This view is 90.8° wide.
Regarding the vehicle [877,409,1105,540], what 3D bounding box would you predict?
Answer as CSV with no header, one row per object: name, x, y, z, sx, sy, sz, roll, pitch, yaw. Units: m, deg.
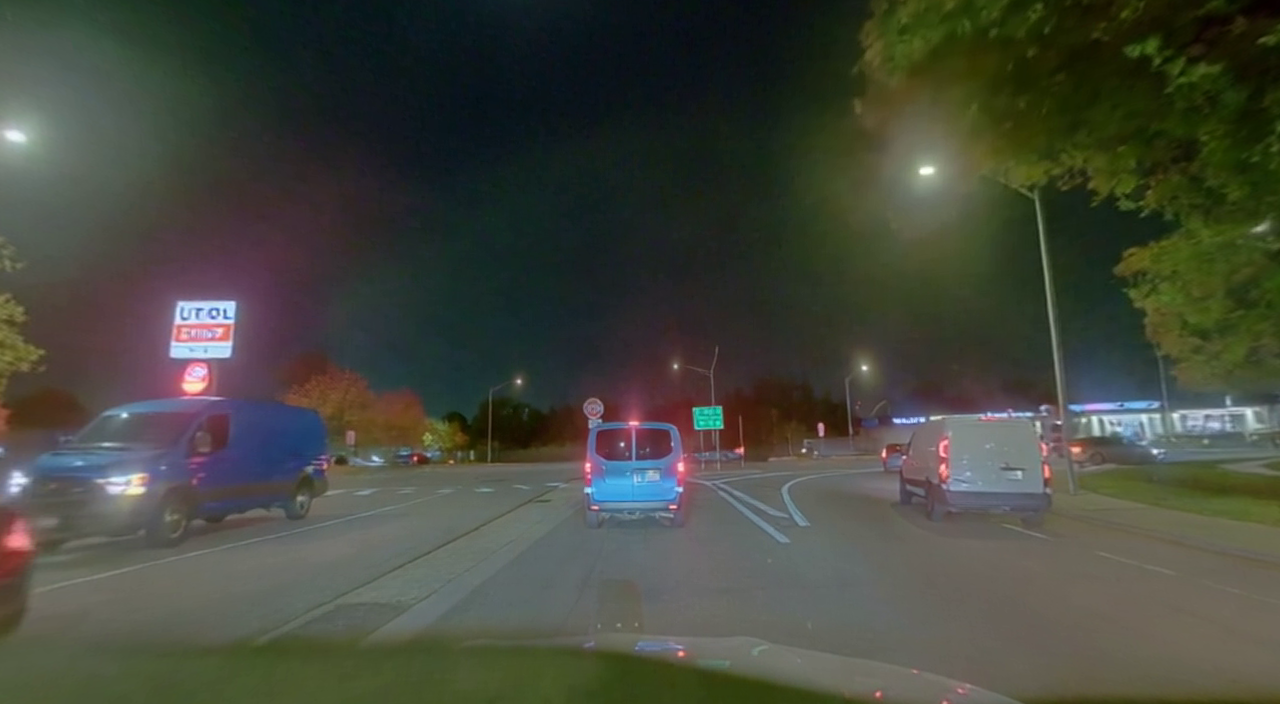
vehicle,6.307,2.258,12.236,2.204,1.973,4.946,-1,-9,9

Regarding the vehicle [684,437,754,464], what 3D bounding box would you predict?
vehicle,5.456,6.738,43.277,4.651,1.710,1.985,7,-11,-37

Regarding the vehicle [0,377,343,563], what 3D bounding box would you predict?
vehicle,-7.650,1.924,10.867,2.426,2.410,5.046,0,-9,2

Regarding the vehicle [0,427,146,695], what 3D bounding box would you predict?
vehicle,-4.519,0.950,2.168,1.869,1.465,4.503,0,-9,2

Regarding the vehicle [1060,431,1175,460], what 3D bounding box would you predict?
vehicle,26.542,5.198,35.160,5.155,1.515,2.131,2,-9,-12

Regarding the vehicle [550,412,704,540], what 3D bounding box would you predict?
vehicle,-0.017,2.150,11.508,2.237,1.828,4.546,-1,-9,4
